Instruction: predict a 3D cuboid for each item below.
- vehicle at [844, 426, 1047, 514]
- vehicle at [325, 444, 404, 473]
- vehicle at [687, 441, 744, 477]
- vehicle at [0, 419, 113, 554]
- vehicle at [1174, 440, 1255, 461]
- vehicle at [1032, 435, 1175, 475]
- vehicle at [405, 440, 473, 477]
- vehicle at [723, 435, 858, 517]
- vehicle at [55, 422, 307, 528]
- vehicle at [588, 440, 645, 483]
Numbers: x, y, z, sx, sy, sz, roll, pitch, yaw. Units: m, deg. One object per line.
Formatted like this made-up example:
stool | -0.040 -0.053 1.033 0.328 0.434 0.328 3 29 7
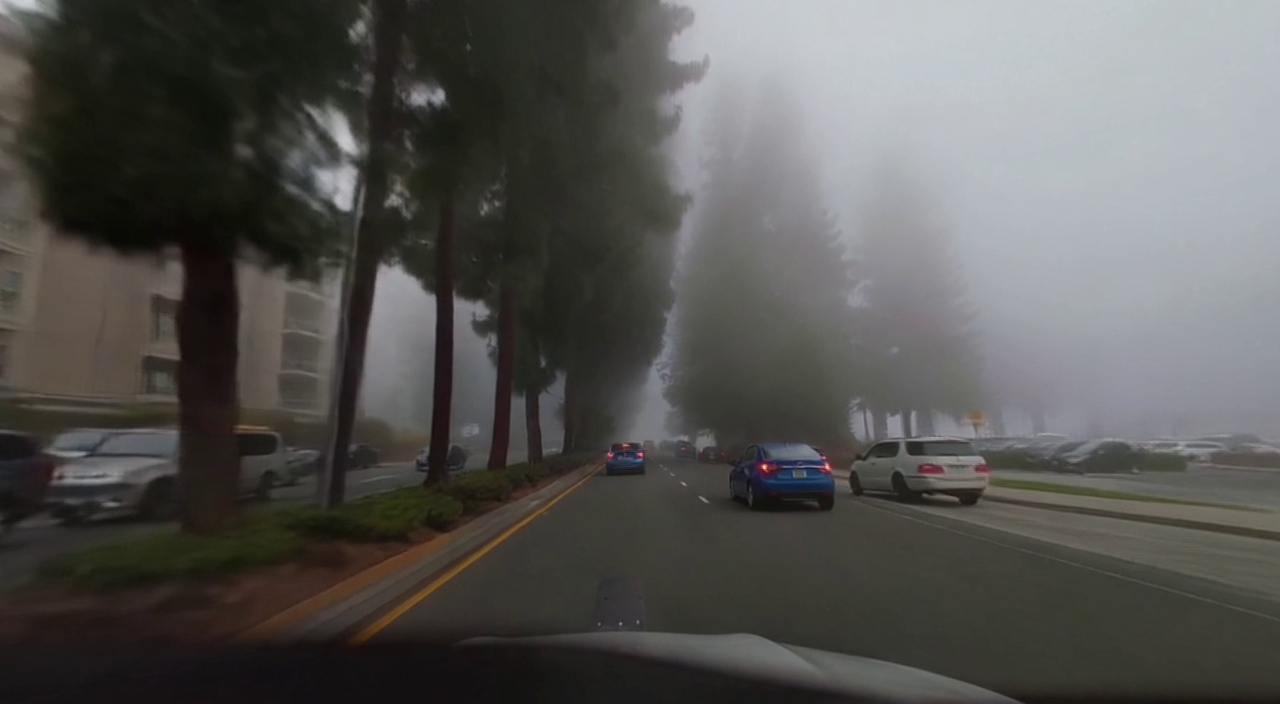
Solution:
vehicle | 7.128 2.817 15.652 2.224 1.772 5.325 0 -9 -2
vehicle | -16.379 6.355 38.002 2.115 1.621 5.840 0 -9 0
vehicle | 3.280 4.729 28.208 1.908 1.453 4.230 0 -9 -2
vehicle | -8.954 1.610 7.263 2.019 1.668 4.433 -1 -8 -1
vehicle | 42.402 7.280 46.782 1.907 1.464 4.298 0 -9 0
vehicle | 20.601 4.573 28.226 4.697 1.691 2.106 0 -9 -1
vehicle | -9.424 5.046 30.036 1.953 1.612 4.204 0 -9 -2
vehicle | 3.043 2.589 13.657 1.852 1.498 3.825 0 -9 -2
vehicle | -9.032 2.431 13.080 1.927 1.788 4.541 0 -9 -3
vehicle | -0.825 4.102 23.876 1.994 1.479 3.647 0 -9 0
